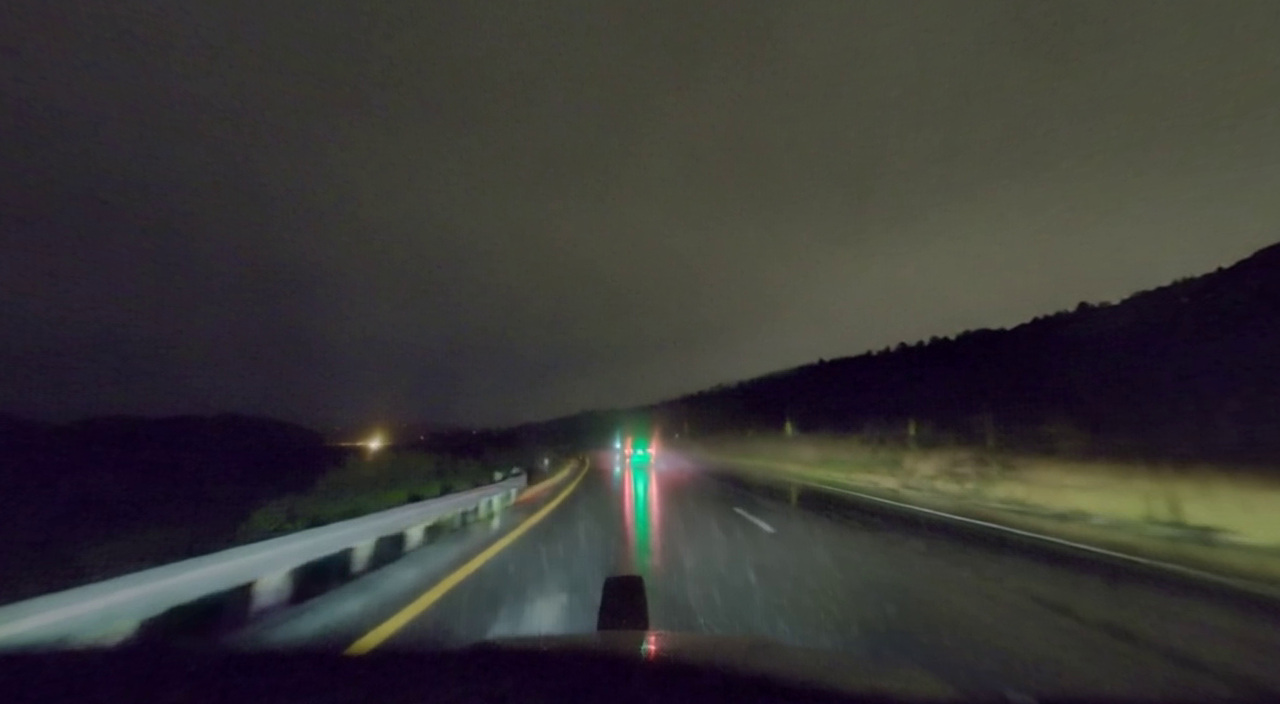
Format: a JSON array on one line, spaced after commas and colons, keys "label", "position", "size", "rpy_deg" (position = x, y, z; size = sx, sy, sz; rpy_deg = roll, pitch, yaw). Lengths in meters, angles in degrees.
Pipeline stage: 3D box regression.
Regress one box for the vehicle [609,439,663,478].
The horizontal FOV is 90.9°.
[{"label": "vehicle", "position": [-0.273, 4.393, 26.278], "size": [2.029, 1.474, 4.183], "rpy_deg": [0, -8, -3]}]
